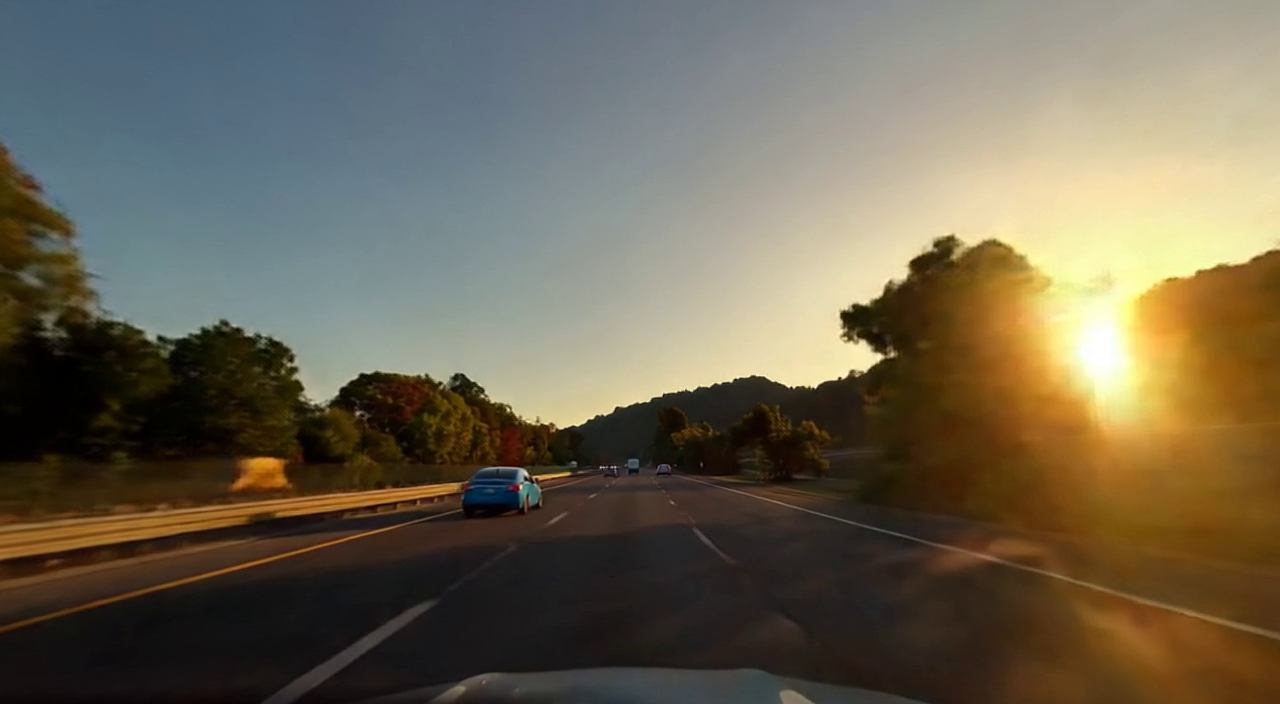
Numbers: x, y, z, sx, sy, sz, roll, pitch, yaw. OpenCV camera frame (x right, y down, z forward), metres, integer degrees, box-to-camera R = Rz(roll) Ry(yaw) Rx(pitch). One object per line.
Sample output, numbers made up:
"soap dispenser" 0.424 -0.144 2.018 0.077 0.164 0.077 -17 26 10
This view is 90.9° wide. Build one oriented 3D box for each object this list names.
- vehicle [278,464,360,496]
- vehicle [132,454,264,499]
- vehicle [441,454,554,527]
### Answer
"vehicle" -15.579 6.218 30.834 1.829 1.429 4.079 1 -10 -1
"vehicle" -19.659 5.559 28.392 2.064 1.805 5.152 0 -10 1
"vehicle" -3.386 3.393 15.794 1.797 1.532 4.072 1 -10 1
